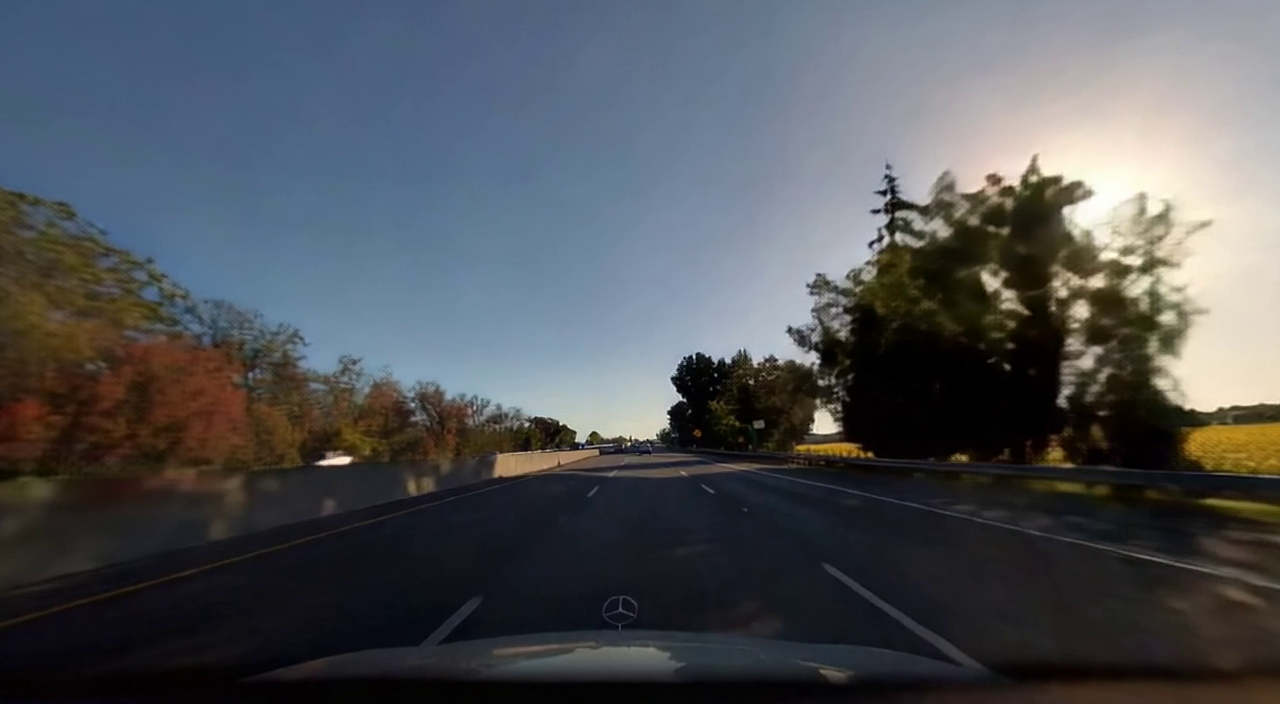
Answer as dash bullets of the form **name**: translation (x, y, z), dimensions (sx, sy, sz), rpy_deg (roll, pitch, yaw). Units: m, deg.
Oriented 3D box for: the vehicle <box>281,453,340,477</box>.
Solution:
- **vehicle**: translation (-21.951, 7.527, 42.073), dimensions (1.875, 1.438, 3.700), rpy_deg (-1, -9, 1)
